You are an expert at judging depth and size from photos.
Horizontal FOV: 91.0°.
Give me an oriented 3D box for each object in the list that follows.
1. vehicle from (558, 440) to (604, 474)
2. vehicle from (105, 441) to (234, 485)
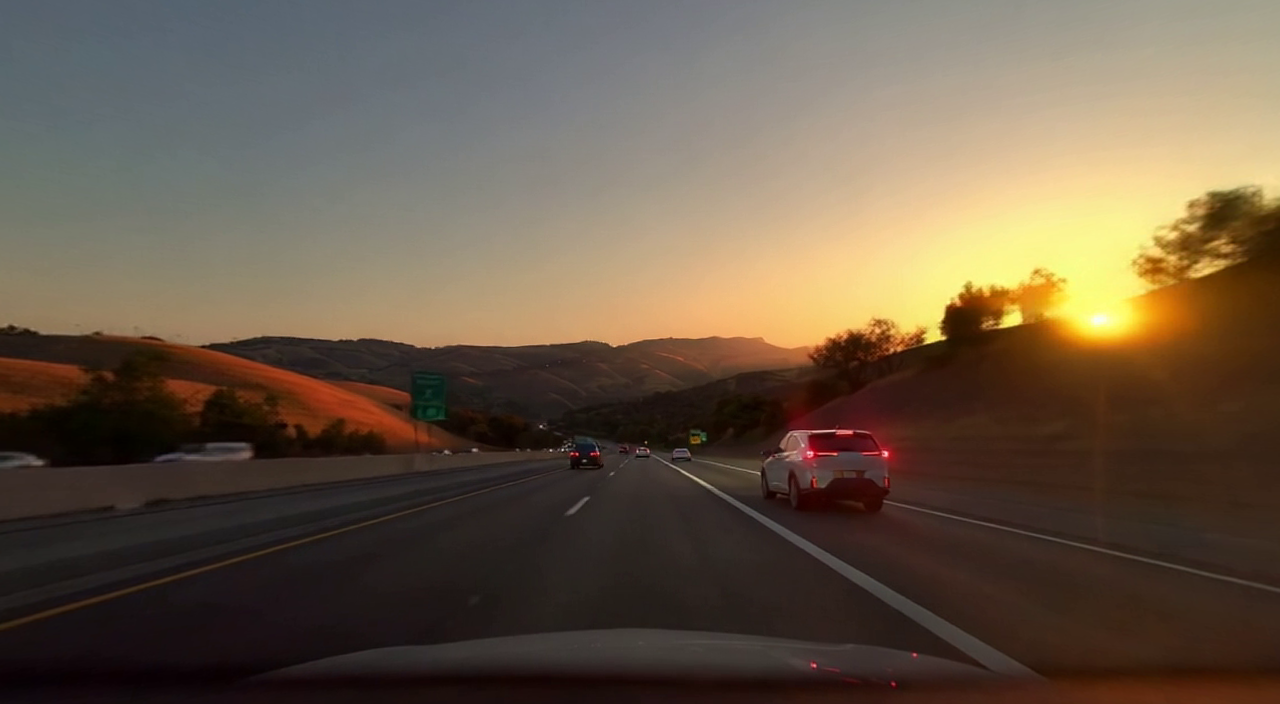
[{"bbox_3d":[-3.128,5.681,34.310,2.070,1.707,4.309,0,-9,1],"label":"vehicle"},{"bbox_3d":[-24.600,5.800,33.314,2.249,2.109,5.818,0,-9,0],"label":"vehicle"}]
